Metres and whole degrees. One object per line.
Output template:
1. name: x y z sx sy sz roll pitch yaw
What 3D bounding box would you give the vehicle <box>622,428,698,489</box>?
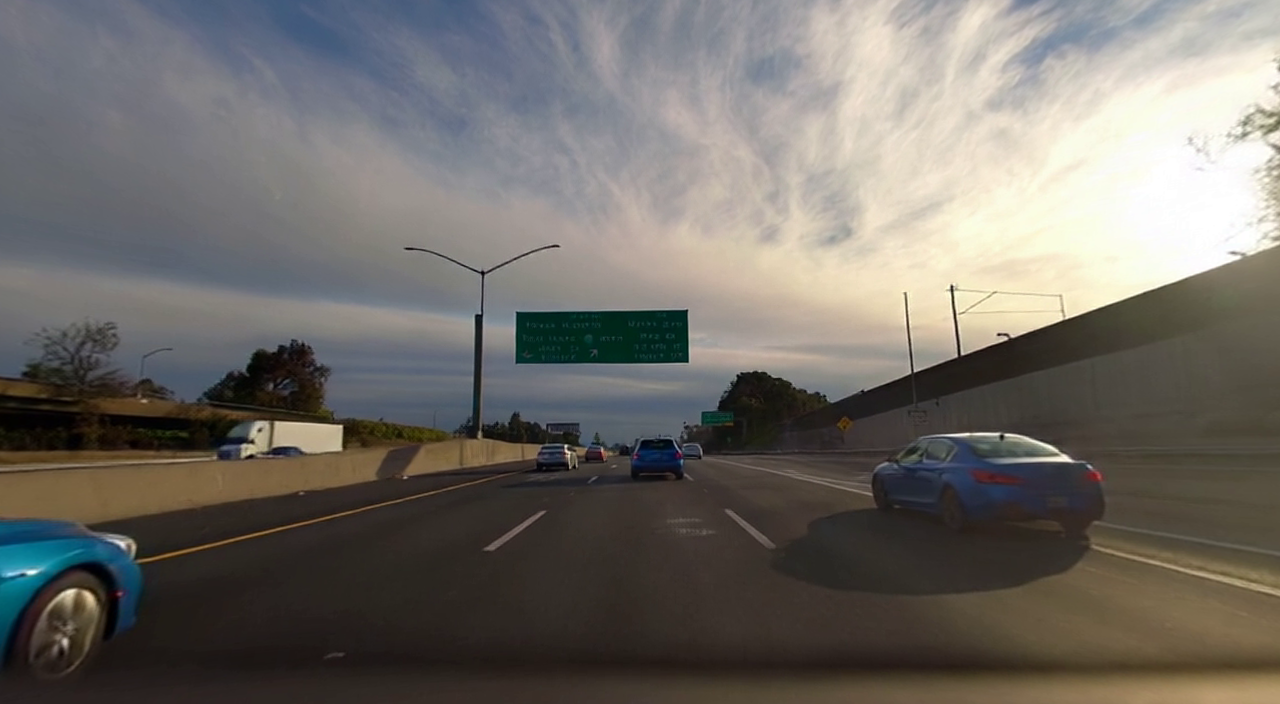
1. vehicle: 0.549 3.423 20.539 2.202 1.748 4.158 0 -8 -1

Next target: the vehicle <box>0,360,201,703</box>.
1. vehicle: -3.940 0.706 1.777 2.160 1.639 4.431 0 -9 0

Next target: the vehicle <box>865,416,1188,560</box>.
1. vehicle: 5.299 1.910 9.571 2.055 1.656 4.370 0 -8 -1

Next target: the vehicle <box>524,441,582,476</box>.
1. vehicle: -3.926 4.881 29.156 2.031 1.491 4.145 0 -8 1
